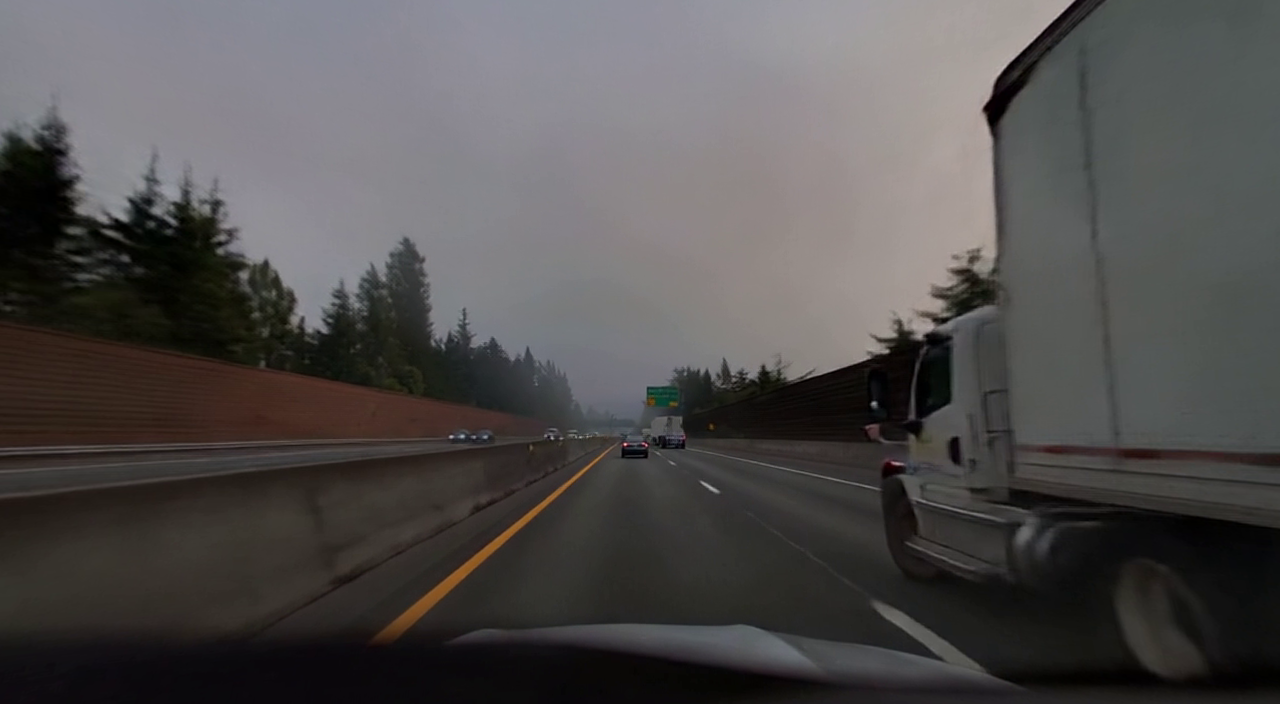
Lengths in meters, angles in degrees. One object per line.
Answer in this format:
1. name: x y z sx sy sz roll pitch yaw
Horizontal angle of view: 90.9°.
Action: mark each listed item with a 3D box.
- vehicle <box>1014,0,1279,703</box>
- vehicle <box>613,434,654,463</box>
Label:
1. vehicle: 4.281 -0.184 2.801 3.009 4.109 3.167 -1 -8 0
2. vehicle: -0.359 5.274 34.718 2.119 1.480 4.000 -1 -8 -1
